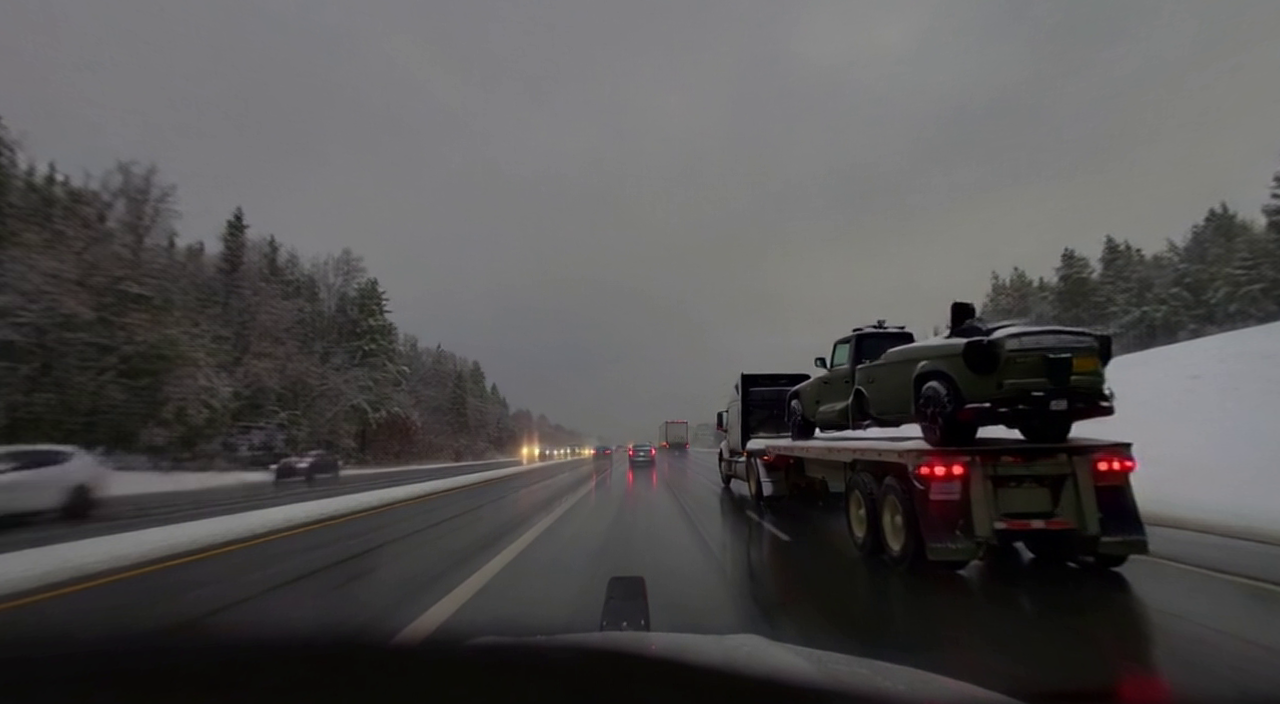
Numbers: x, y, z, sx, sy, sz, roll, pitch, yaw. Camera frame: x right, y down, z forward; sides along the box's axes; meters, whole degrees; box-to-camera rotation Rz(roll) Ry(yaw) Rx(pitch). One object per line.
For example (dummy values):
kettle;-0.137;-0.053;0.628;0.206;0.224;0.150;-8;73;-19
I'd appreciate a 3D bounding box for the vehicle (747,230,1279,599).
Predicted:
vehicle;4.789;1.432;12.067;3.150;3.257;13.098;0;-8;0

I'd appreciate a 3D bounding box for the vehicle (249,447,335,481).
vehicle;-18.049;5.812;32.912;1.917;1.619;4.369;0;-8;1

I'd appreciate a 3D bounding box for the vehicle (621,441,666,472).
vehicle;0.174;5.316;32.349;2.152;1.484;4.211;0;-8;1

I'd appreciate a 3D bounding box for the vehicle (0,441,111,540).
vehicle;-10.707;2.075;9.359;1.955;1.488;4.226;0;-8;1

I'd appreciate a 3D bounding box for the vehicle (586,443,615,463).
vehicle;-2.917;7.550;47.266;1.928;1.464;3.706;0;-8;1
